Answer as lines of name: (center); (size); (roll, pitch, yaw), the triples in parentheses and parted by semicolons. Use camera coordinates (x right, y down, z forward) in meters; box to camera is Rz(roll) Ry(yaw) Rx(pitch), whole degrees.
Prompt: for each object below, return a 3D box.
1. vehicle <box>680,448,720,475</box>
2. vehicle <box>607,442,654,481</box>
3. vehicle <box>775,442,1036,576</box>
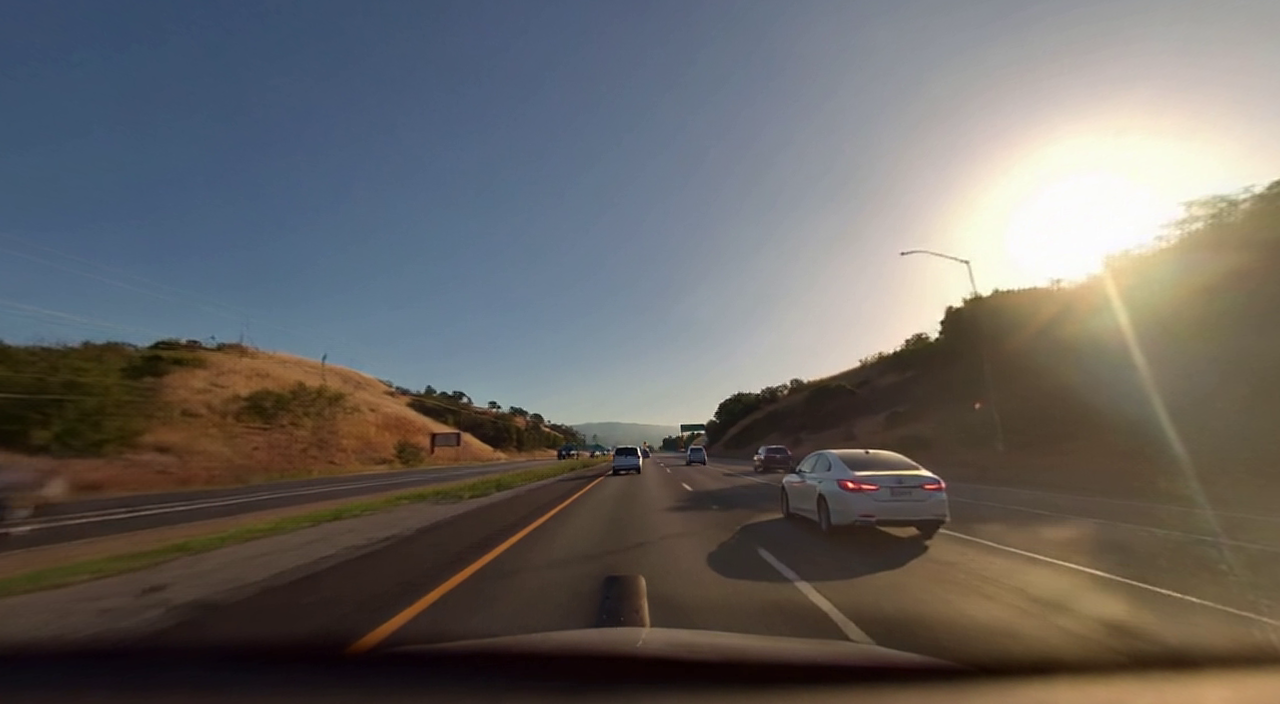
vehicle: (3.684, 6.770, 39.144); (2.047, 1.540, 4.294); (0, -9, 0)
vehicle: (-0.406, 5.314, 30.816); (2.142, 1.724, 4.344); (0, -9, 1)
vehicle: (3.410, 2.072, 9.112); (2.004, 1.471, 4.032); (0, -9, 0)
